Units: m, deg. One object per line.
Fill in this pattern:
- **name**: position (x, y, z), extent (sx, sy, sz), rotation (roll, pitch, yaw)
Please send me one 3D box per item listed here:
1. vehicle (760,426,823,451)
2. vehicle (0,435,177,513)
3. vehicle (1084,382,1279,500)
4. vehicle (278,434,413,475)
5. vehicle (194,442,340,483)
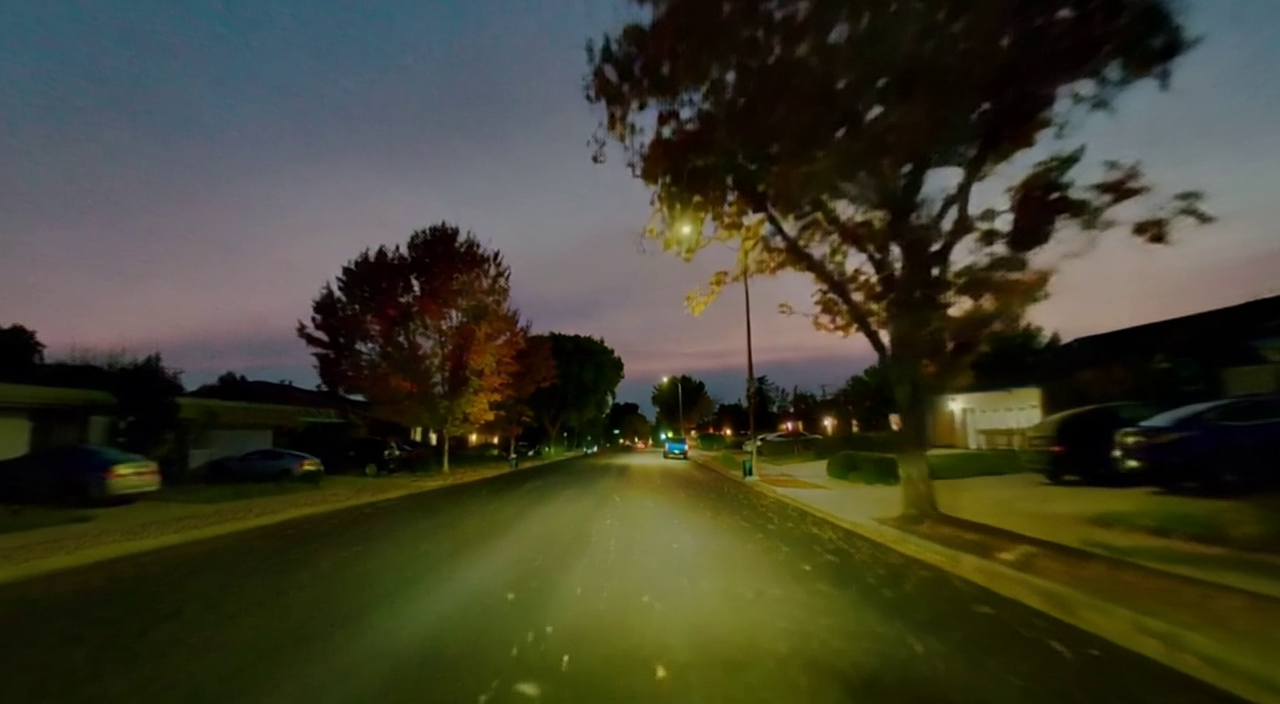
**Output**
- **vehicle**: position (10.871, 6.230, 45.613), extent (4.069, 1.680, 2.156), rotation (0, -7, 2)
- **vehicle**: position (-13.773, 2.811, 15.054), extent (1.982, 1.596, 3.988), rotation (-2, -9, 11)
- **vehicle**: position (10.671, 1.406, 10.608), extent (4.582, 1.680, 2.223), rotation (-4, -9, 4)
- **vehicle**: position (-13.899, 4.881, 30.079), extent (5.286, 1.847, 2.166), rotation (0, -8, 1)
- **vehicle**: position (-14.150, 4.209, 24.170), extent (4.285, 1.483, 1.954), rotation (0, -8, -1)
